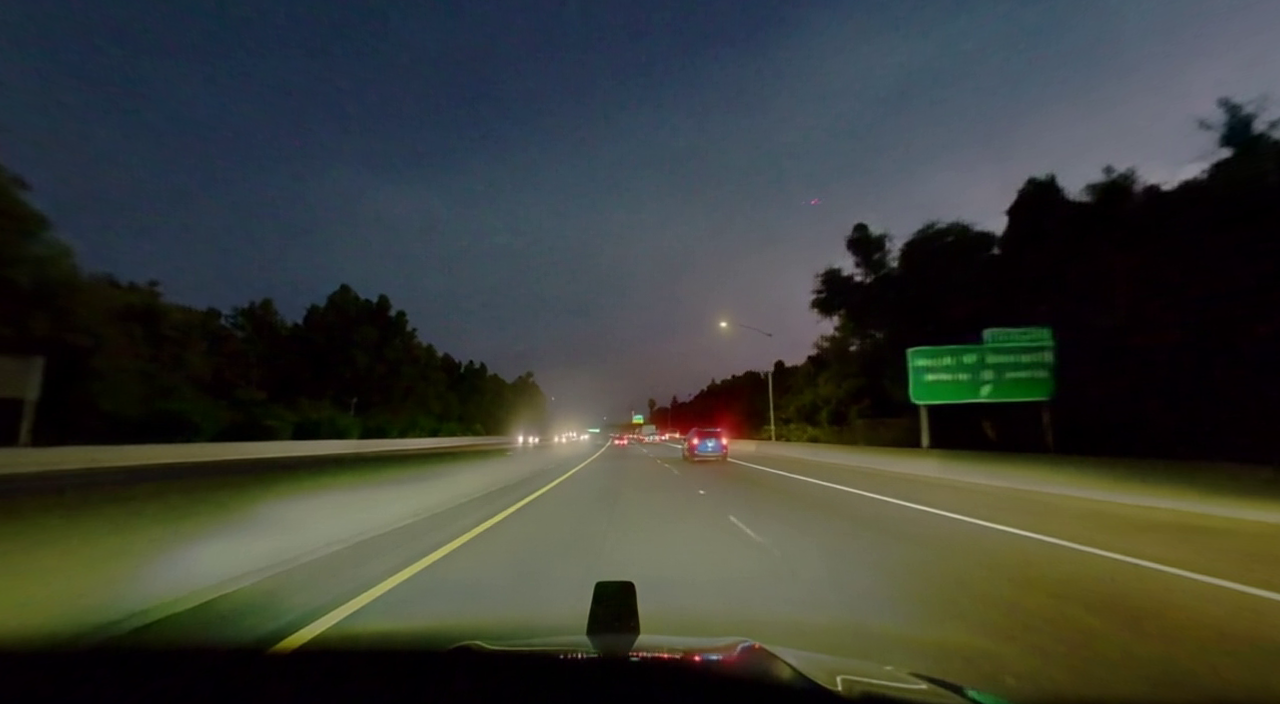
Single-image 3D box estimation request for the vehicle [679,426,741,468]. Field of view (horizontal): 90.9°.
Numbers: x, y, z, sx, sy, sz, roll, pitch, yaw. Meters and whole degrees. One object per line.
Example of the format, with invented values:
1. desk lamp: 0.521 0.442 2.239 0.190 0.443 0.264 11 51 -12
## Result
1. vehicle: 2.985 4.166 27.915 2.085 1.681 4.436 0 -7 -2
